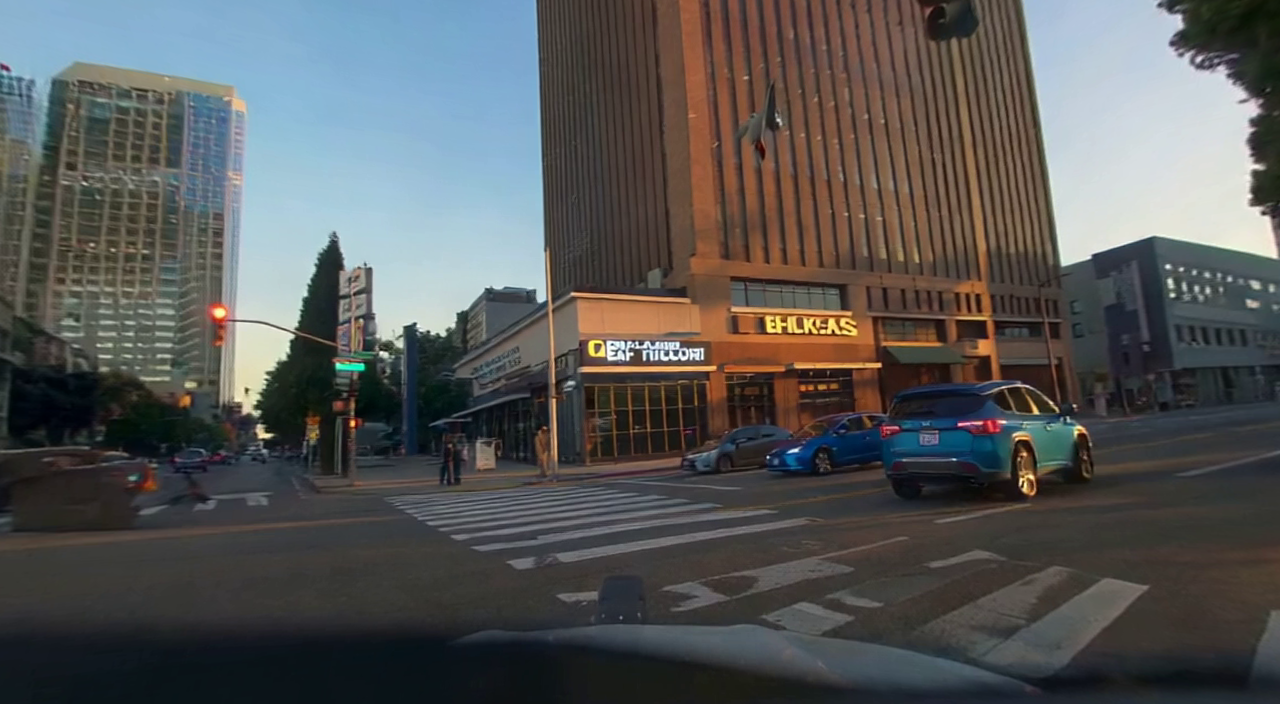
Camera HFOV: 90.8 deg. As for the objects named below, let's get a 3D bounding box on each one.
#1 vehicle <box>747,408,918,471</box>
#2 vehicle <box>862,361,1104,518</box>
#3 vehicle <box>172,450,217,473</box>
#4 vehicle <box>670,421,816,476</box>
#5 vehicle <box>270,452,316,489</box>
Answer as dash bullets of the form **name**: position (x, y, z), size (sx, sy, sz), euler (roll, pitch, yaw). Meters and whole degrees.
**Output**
- **vehicle**: position (5.273, 2.374, 17.196), size (4.504, 1.507, 1.857), euler (5, -10, -31)
- **vehicle**: position (5.083, 1.263, 9.097), size (2.023, 1.702, 4.152), euler (-8, -11, 41)
- **vehicle**: position (-31.331, 7.673, 44.558), size (2.097, 1.508, 4.202), euler (4, -10, -29)
- **vehicle**: position (3.163, 2.923, 19.275), size (4.021, 1.508, 1.989), euler (5, -10, -31)
- **vehicle**: position (-17.571, 5.942, 31.884), size (1.920, 1.605, 4.091), euler (0, -9, -30)
